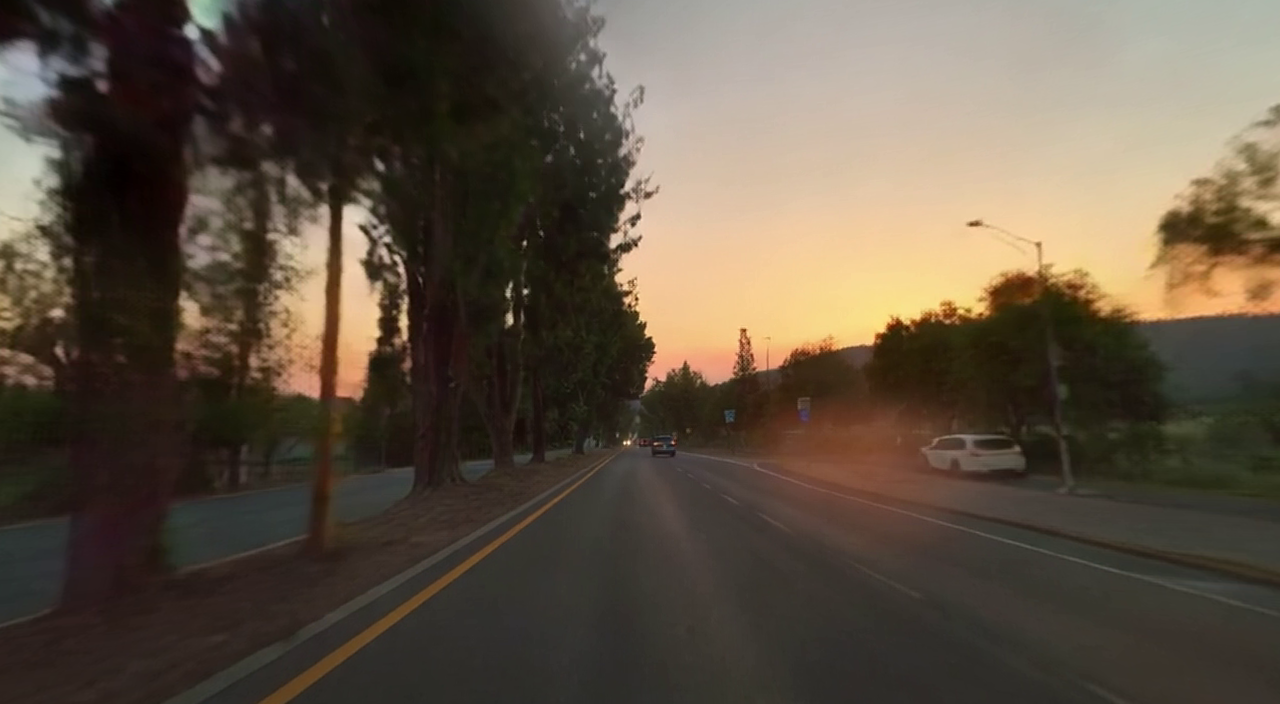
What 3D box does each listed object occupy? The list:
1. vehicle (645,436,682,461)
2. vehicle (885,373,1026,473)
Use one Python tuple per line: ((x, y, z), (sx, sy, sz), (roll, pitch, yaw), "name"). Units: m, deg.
((1.666, 7.016, 46.010), (2.183, 1.744, 4.424), (0, -8, -4), "vehicle")
((10.936, 2.595, 22.486), (3.250, 3.147, 4.411), (-2, -9, 11), "vehicle")
